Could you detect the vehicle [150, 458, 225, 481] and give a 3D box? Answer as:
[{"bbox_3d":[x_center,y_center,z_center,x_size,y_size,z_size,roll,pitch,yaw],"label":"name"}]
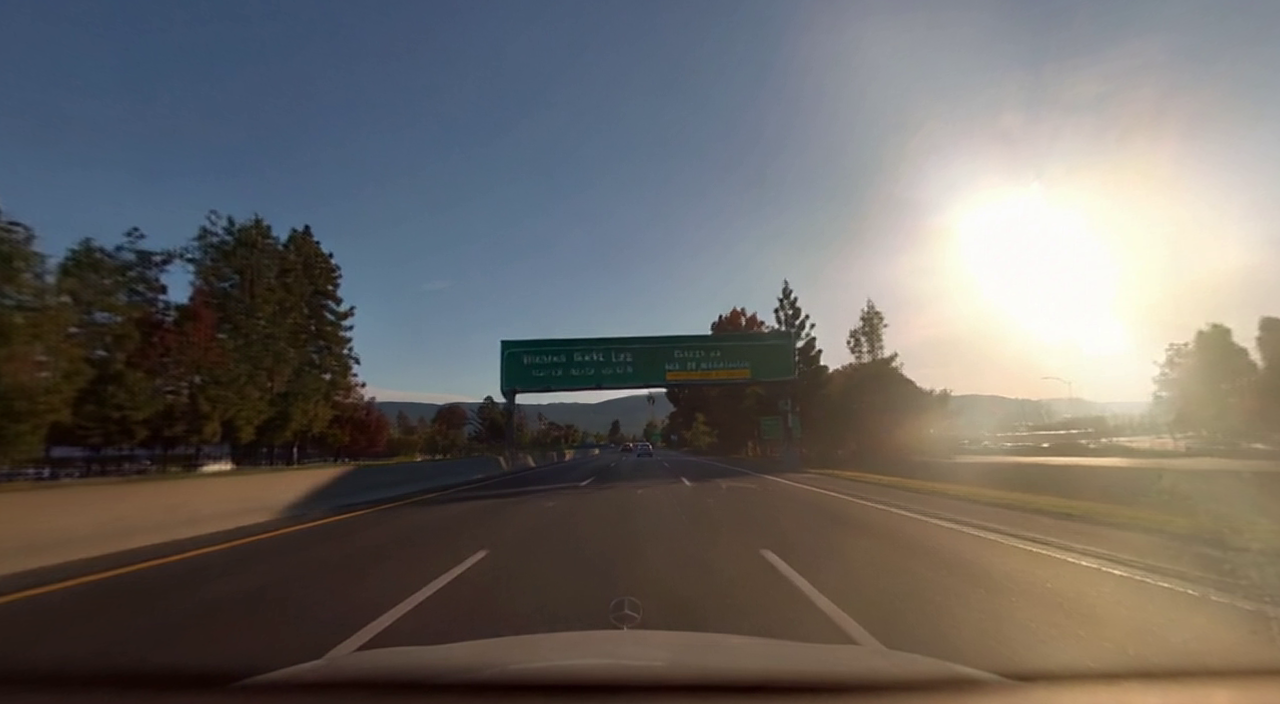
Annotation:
[{"bbox_3d":[-32.236,8.371,45.132,1.843,1.461,4.694,-1,-8,1],"label":"vehicle"}]
